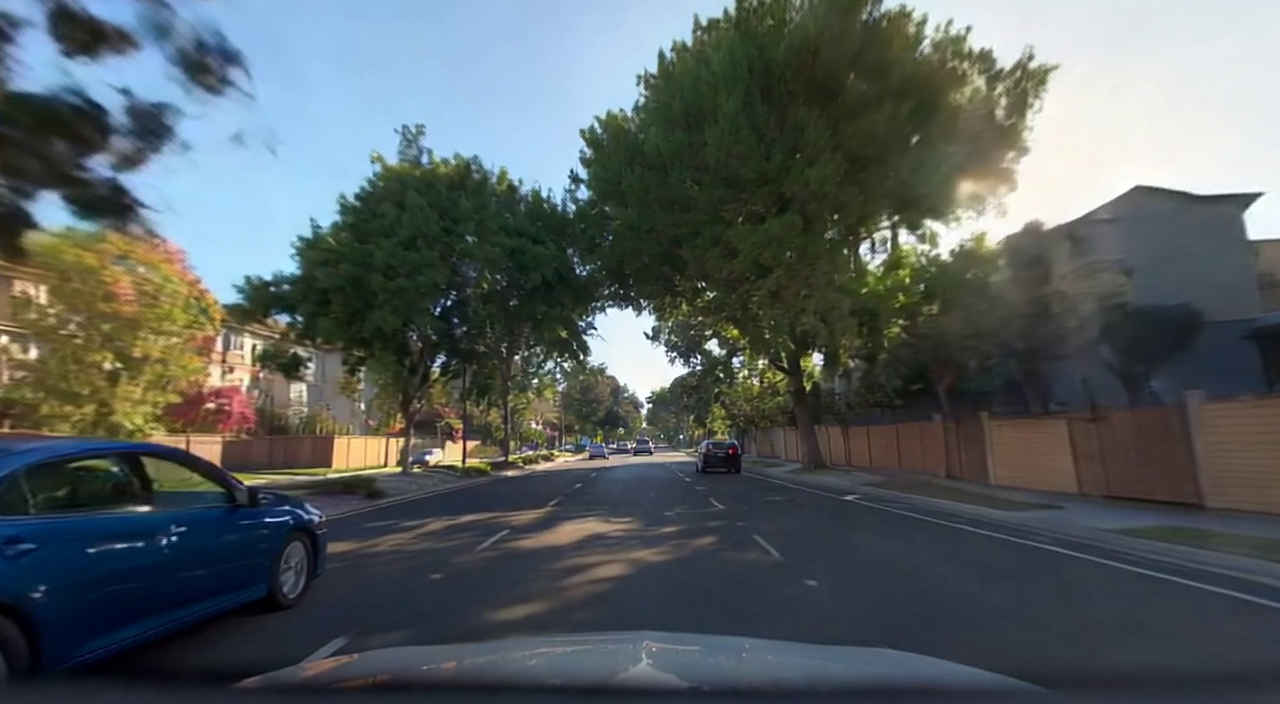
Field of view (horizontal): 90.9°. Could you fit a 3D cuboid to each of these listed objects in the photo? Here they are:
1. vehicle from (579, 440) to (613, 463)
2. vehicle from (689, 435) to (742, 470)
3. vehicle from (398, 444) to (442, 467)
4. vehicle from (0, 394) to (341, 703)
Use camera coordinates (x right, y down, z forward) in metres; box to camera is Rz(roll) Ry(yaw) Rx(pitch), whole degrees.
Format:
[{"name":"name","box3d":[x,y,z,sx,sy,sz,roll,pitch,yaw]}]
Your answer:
[{"name":"vehicle","box3d":[-2.963,6.804,43.311,1.940,1.473,4.133,0,-8,1]},{"name":"vehicle","box3d":[3.805,5.163,32.506,2.182,1.688,4.187,0,-8,-1]},{"name":"vehicle","box3d":[-17.142,8.050,49.266,1.872,1.703,4.388,0,-8,0]},{"name":"vehicle","box3d":[-3.604,0.963,2.739,2.091,1.503,4.989,0,-8,1]}]
